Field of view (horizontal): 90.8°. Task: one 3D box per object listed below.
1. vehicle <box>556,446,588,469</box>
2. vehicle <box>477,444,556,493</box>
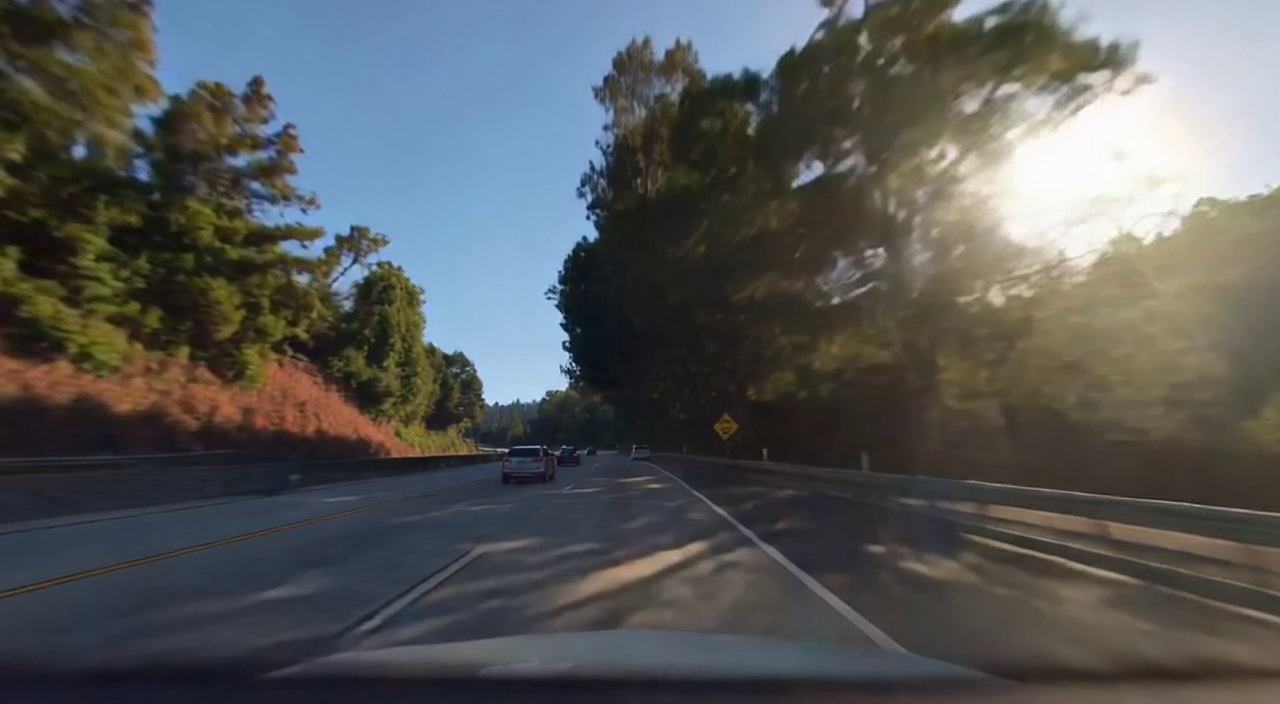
[{"bbox_3d":[-4.736,7.392,44.544,1.838,1.508,4.317,0,-8,0],"label":"vehicle"},{"bbox_3d":[-4.109,3.909,21.616,1.897,1.481,3.859,0,-8,0],"label":"vehicle"}]
